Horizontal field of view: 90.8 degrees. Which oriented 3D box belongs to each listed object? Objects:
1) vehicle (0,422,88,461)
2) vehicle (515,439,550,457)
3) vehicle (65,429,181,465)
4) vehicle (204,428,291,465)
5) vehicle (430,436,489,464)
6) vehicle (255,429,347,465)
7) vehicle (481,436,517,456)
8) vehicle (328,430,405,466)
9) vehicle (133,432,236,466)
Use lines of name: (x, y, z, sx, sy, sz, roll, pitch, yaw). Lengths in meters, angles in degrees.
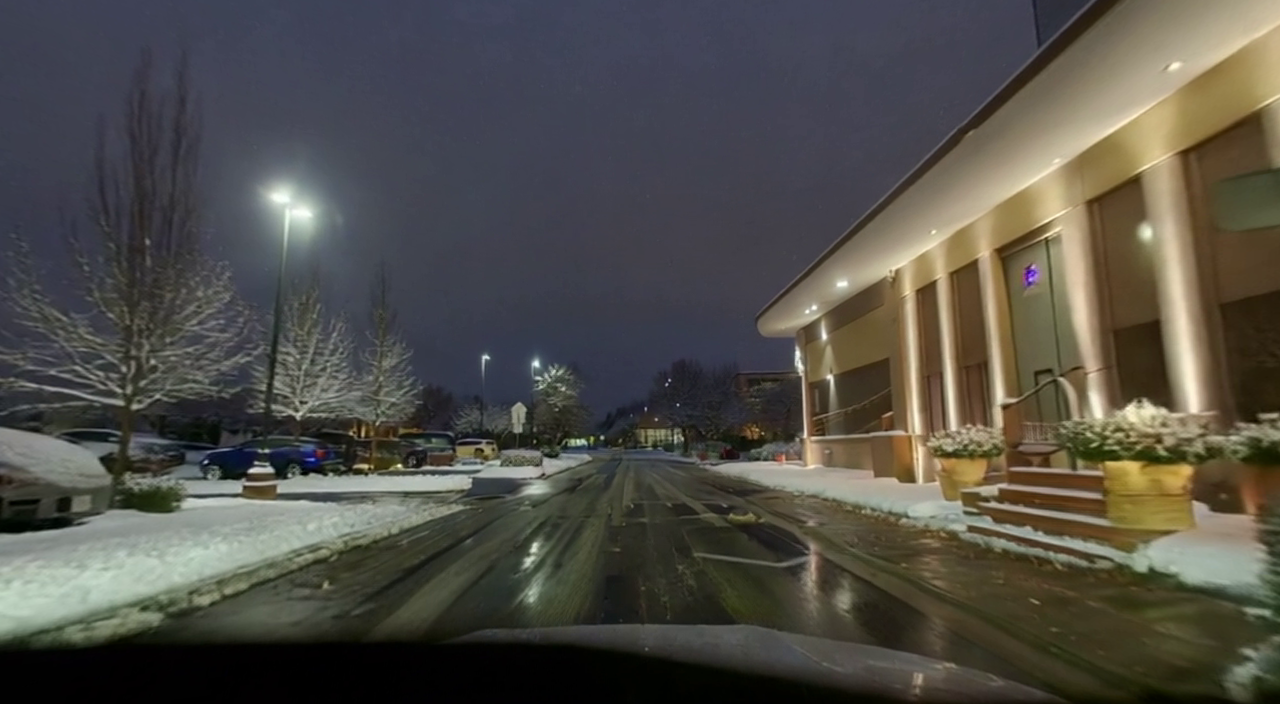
vehicle: (-29.535, 4.333, 30.375, 1.842, 1.713, 4.411, 0, -9, 2)
vehicle: (-8.350, 7.474, 49.407, 1.898, 1.335, 3.869, 0, -9, 2)
vehicle: (-24.501, 4.516, 30.152, 1.773, 1.498, 4.085, 3, -8, 5)
vehicle: (-18.782, 4.544, 30.422, 1.902, 1.645, 3.903, 1, -8, -5)
vehicle: (-10.397, 5.664, 36.798, 1.891, 1.464, 4.646, 2, -8, 2)
vehicle: (-16.072, 4.545, 30.226, 1.928, 1.613, 4.197, 0, -9, 2)
vehicle: (-10.784, 7.214, 48.469, 1.968, 1.473, 4.493, 1, -9, -3)
vehicle: (-13.133, 4.648, 30.633, 1.892, 1.597, 4.259, 0, -9, -2)
vehicle: (-21.532, 4.600, 30.075, 1.909, 1.474, 3.908, 0, -9, 2)
